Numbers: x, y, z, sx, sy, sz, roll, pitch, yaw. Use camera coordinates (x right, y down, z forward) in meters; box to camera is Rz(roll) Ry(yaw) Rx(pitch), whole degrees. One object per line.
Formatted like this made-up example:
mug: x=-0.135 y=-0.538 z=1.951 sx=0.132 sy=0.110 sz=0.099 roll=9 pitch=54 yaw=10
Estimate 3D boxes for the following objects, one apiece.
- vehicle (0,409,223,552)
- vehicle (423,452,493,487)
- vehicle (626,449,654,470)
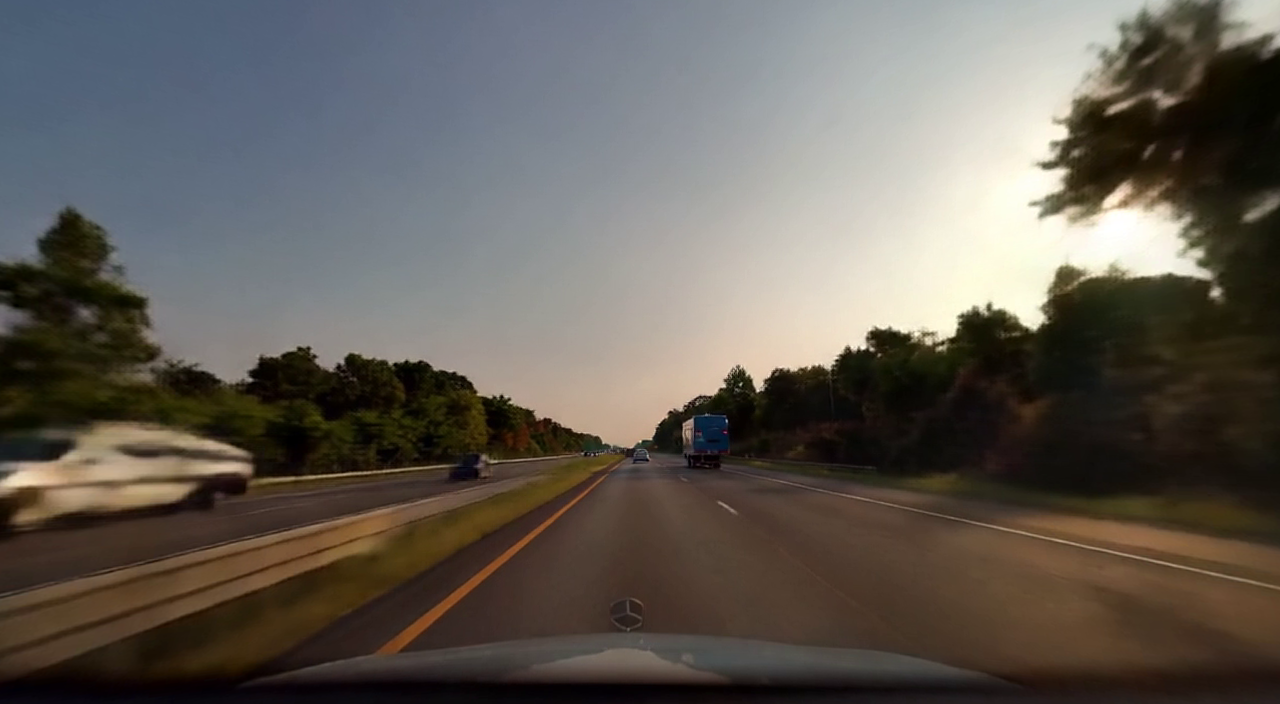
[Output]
vehicle: x=-12.450 y=2.718 z=14.058 sx=2.485 sy=2.534 sz=5.320 roll=0 pitch=-9 yaw=1
vehicle: x=-8.452 y=5.480 z=29.625 sx=2.009 sy=1.484 sz=4.292 roll=0 pitch=-9 yaw=0
vehicle: x=-0.016 y=7.546 z=44.253 sx=1.926 sy=1.386 sz=3.615 roll=0 pitch=-9 yaw=0
